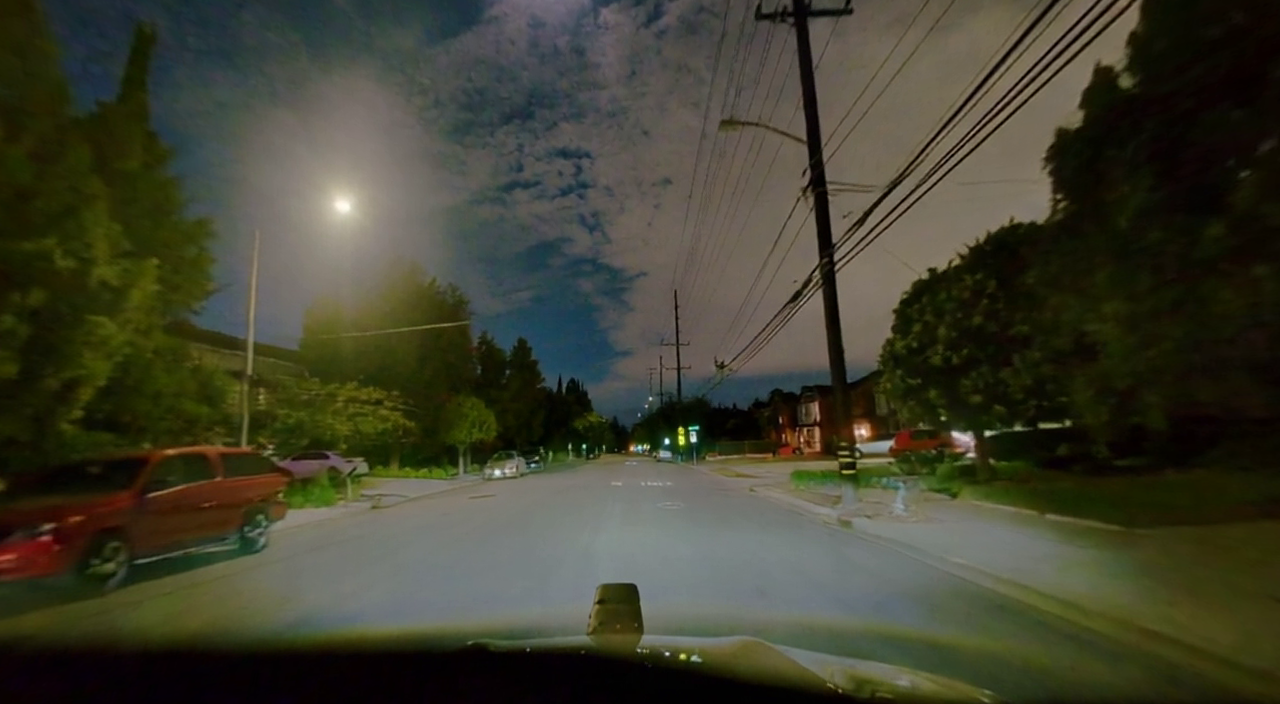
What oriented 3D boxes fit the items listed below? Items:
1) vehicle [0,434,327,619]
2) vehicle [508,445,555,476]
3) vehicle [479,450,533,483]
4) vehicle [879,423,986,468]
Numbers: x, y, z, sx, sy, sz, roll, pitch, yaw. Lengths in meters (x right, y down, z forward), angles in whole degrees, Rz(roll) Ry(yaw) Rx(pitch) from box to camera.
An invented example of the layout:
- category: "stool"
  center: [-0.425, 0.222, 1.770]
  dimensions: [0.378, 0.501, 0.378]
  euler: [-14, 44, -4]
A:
- category: "vehicle"
  center: [-6.751, 2.119, 8.793]
  dimensions: [2.162, 1.757, 5.201]
  euler: [-2, -9, 0]
- category: "vehicle"
  center: [-7.131, 7.169, 41.959]
  dimensions: [2.135, 1.787, 4.452]
  euler: [-4, -9, 1]
- category: "vehicle"
  center: [-7.129, 6.119, 34.056]
  dimensions: [2.041, 1.587, 3.920]
  euler: [-1, -9, 0]
- category: "vehicle"
  center: [13.414, 4.297, 29.036]
  dimensions: [4.145, 1.767, 1.880]
  euler: [-9, -10, 30]
